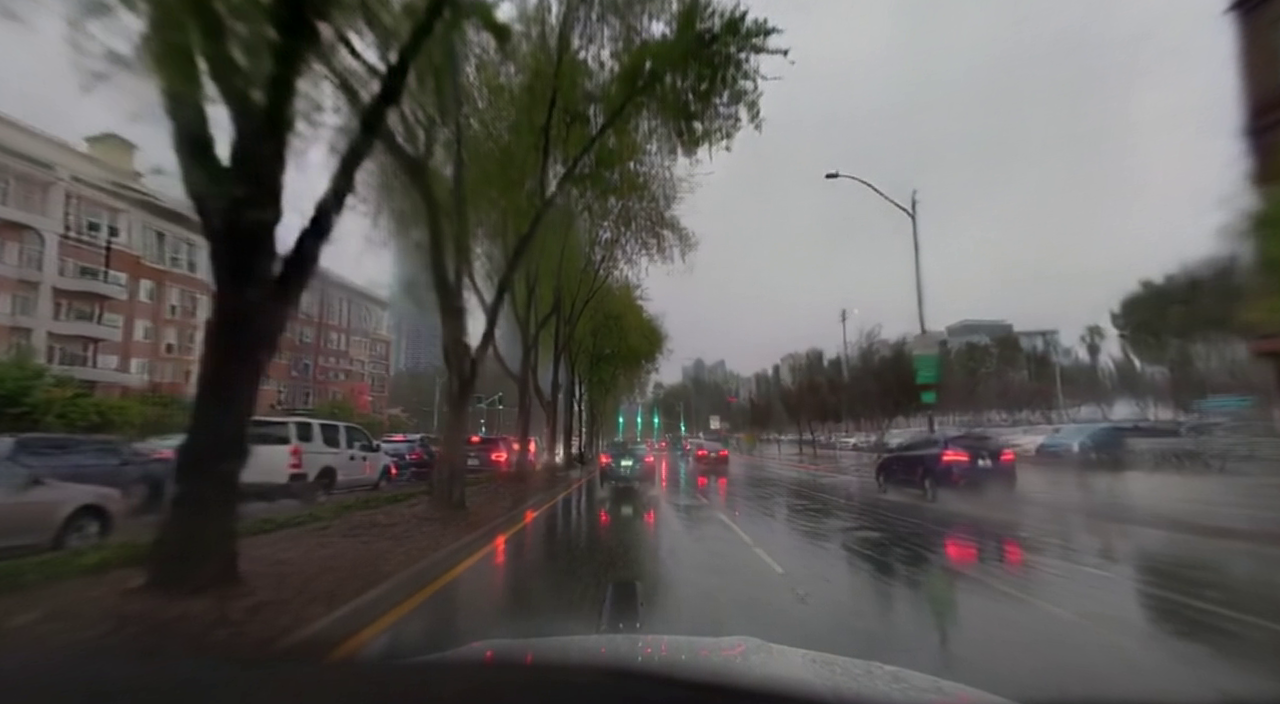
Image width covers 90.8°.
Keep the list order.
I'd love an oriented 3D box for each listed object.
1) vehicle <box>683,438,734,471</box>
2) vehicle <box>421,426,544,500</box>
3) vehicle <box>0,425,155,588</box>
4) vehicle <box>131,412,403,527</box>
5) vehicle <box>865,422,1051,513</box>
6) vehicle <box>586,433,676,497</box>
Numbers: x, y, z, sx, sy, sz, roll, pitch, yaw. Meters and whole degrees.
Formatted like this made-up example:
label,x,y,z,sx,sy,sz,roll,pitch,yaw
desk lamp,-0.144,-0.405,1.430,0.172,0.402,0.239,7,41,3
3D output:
label,x,y,z,sx,sy,sz,roll,pitch,yaw
vehicle,3.238,4.974,30.762,1.905,1.473,4.183,0,-8,-2
vehicle,-3.838,2.799,16.264,2.009,1.619,4.376,0,-8,1
vehicle,-6.832,1.354,5.309,1.877,1.493,4.624,0,-8,-1
vehicle,-6.765,2.211,12.518,1.864,1.737,5.689,0,-8,1
vehicle,6.701,2.474,13.940,1.889,1.681,4.120,0,-8,0
vehicle,-0.239,3.006,17.232,2.161,1.501,4.184,0,-8,-1
